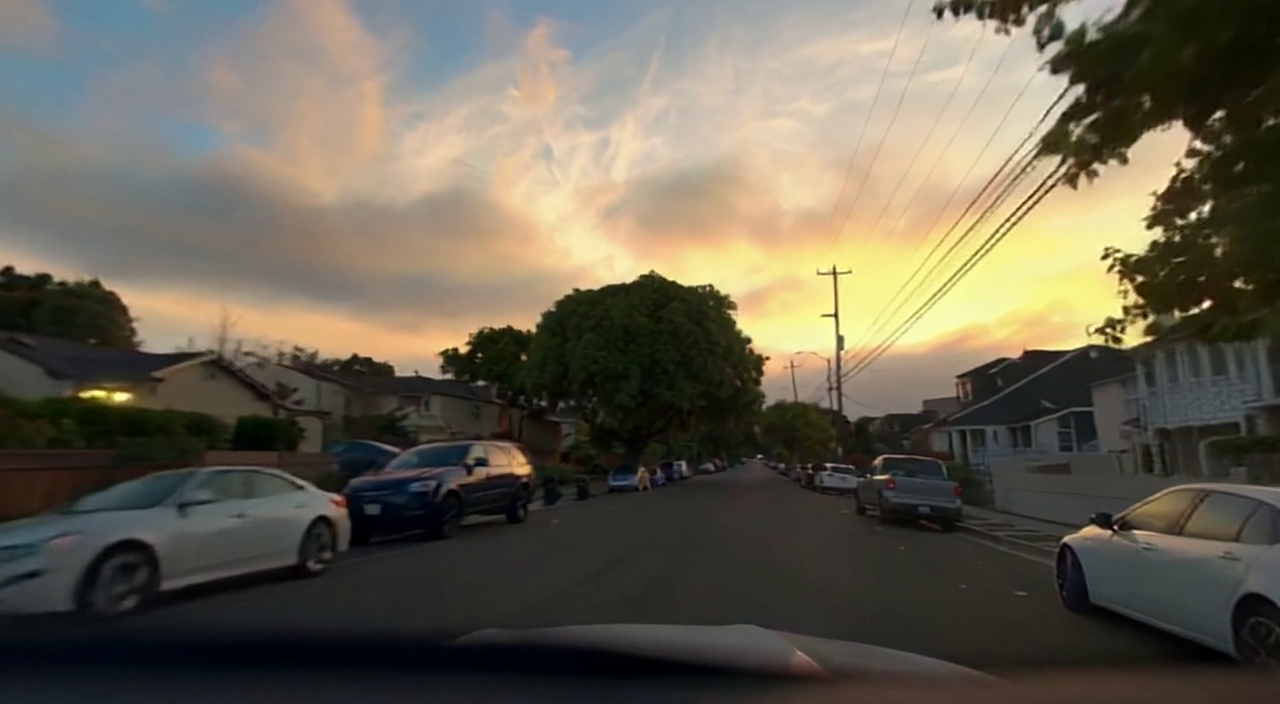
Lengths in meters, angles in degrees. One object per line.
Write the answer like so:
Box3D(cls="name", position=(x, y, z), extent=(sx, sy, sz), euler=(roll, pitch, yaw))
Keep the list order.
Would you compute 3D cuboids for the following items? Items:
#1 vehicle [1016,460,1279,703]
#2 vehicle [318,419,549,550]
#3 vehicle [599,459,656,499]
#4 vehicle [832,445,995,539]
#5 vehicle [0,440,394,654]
Box3D(cls="vehicle", position=(4.961, 1.641, 4.808), extent=(1.973, 1.517, 4.604), euler=(-1, -9, 9))
Box3D(cls="vehicle", position=(-3.646, 2.564, 12.448), extent=(2.194, 1.995, 4.814), euler=(-4, -11, 11))
Box3D(cls="vehicle", position=(-0.505, 6.072, 30.535), extent=(1.971, 1.648, 4.638), euler=(-1, -9, 9))
Box3D(cls="vehicle", position=(7.086, 3.619, 17.292), extent=(2.547, 2.075, 5.693), euler=(-1, -9, 7))
Box3D(cls="vehicle", position=(-4.755, 1.805, 6.688), extent=(1.823, 1.427, 4.407), euler=(-4, -12, 12))
